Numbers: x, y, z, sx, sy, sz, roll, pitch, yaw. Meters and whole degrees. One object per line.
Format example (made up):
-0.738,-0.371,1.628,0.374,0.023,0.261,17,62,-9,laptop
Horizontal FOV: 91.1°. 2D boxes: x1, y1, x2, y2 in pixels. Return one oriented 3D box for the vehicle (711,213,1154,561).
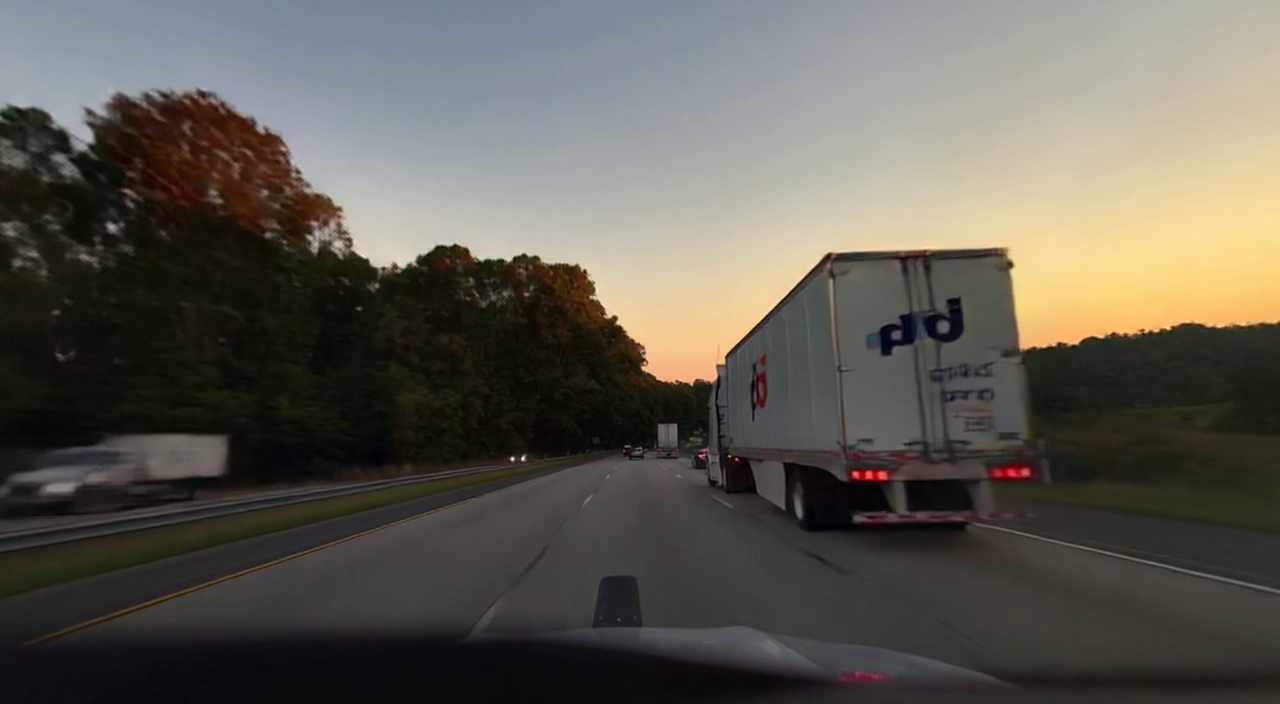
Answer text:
4.053,1.394,14.191,2.973,4.007,14.076,0,-9,-1,vehicle
